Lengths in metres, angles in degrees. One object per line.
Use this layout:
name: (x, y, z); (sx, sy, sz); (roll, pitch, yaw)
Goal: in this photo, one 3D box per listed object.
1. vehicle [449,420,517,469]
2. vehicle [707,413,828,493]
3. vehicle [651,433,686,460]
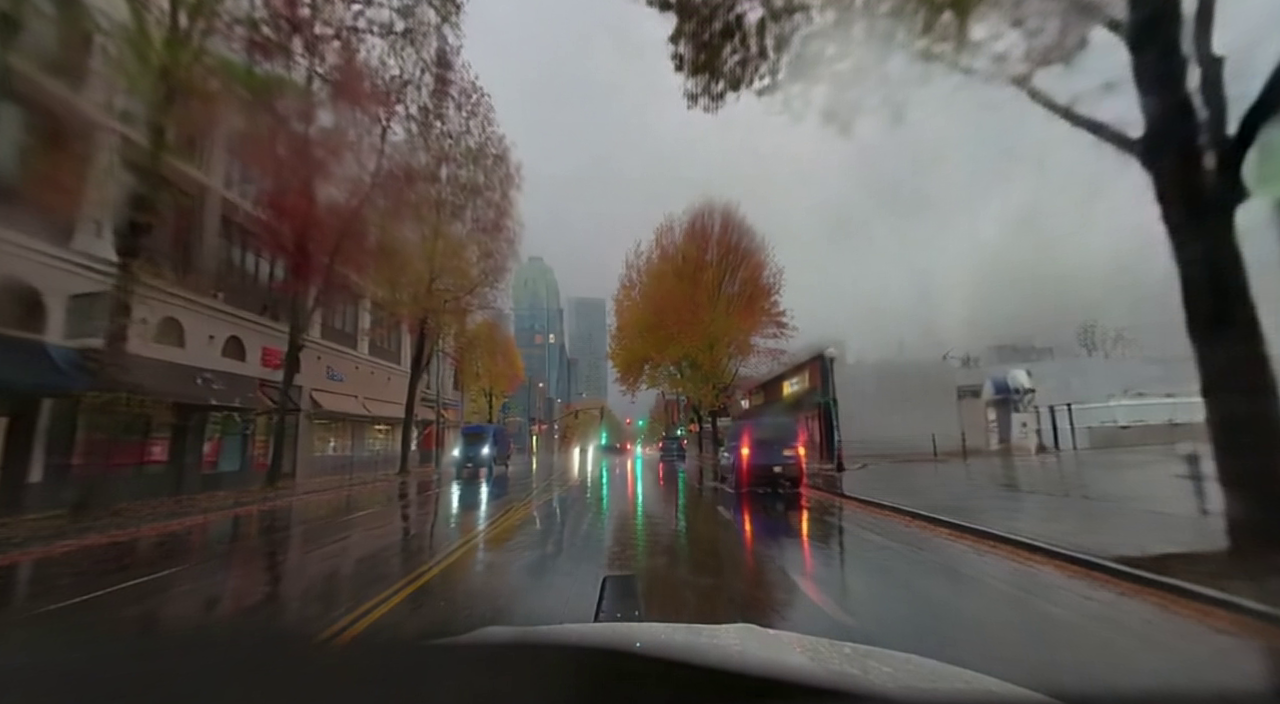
vehicle: (-8.877, 5.264, 36.213); (2.348, 2.588, 5.860); (0, -7, 1)
vehicle: (3.478, 2.870, 18.410); (2.357, 1.986, 5.136); (1, -7, -2)
vehicle: (2.300, 7.323, 49.141); (2.147, 1.968, 4.478); (-1, -7, 10)
